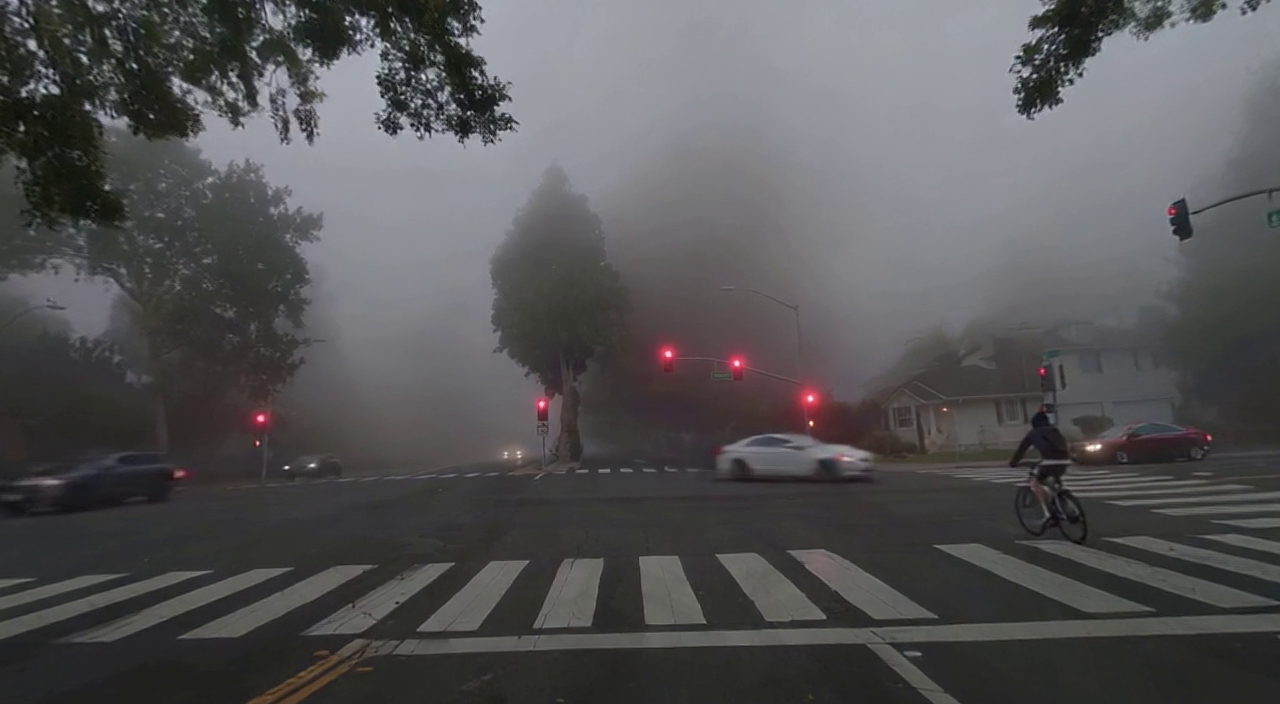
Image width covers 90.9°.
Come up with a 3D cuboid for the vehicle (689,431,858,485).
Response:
[{"bbox_3d":[4.127,3.281,19.621,4.749,1.496,2.017,-4,-10,25],"label":"vehicle"}]

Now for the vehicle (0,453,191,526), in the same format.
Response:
[{"bbox_3d":[-13.729,3.282,15.626,1.973,1.511,4.299,0,-9,1],"label":"vehicle"}]

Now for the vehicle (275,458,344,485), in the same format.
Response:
[{"bbox_3d":[-19.595,7.078,37.631,1.810,1.393,4.423,0,-9,-2],"label":"vehicle"}]

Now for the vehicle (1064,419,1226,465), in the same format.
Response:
[{"bbox_3d":[17.320,3.104,21.771,3.969,1.493,1.823,0,-9,1],"label":"vehicle"}]
